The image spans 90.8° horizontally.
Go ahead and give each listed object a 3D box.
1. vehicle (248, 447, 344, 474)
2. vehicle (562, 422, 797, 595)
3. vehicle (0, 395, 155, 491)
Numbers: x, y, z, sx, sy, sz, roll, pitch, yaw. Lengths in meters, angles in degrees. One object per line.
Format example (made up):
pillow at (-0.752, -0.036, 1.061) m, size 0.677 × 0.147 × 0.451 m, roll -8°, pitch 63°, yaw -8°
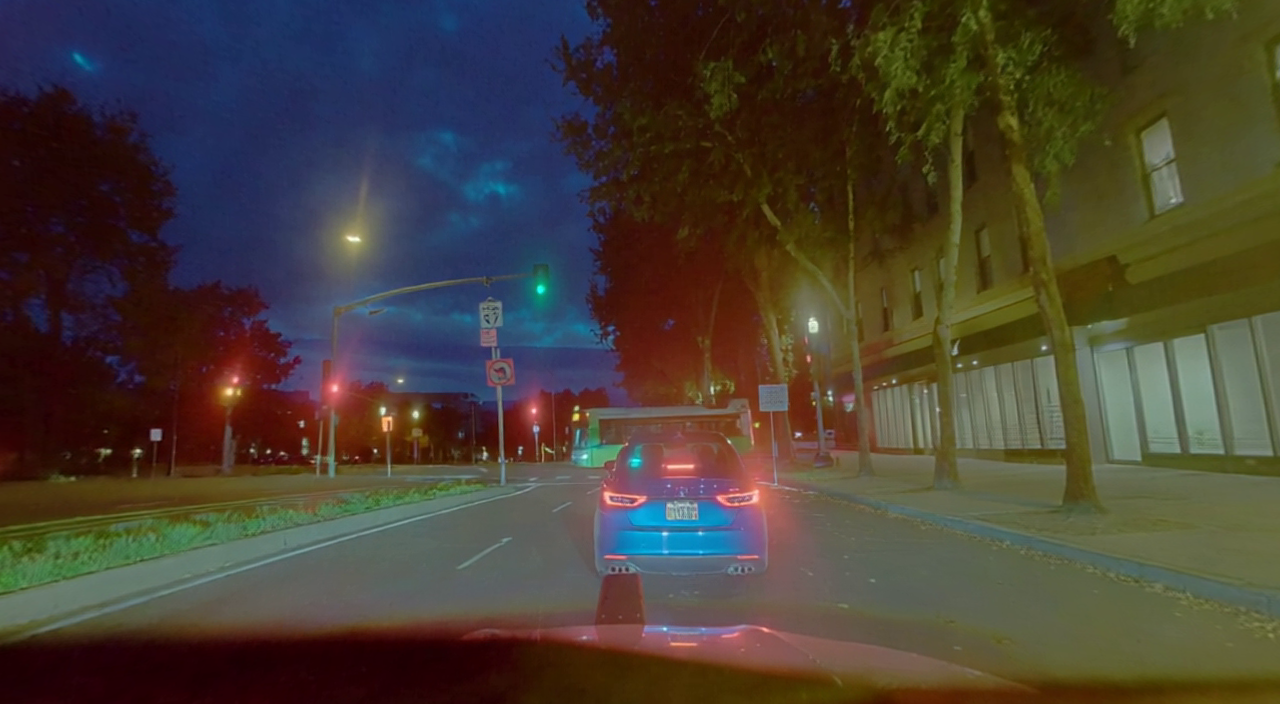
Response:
vehicle at (-20.328, 6.383, 37.602) m, size 1.883 × 1.461 × 4.830 m, roll -4°, pitch -9°, yaw 23°
vehicle at (0.372, 1.629, 7.392) m, size 2.006 × 1.470 × 3.799 m, roll 0°, pitch -8°, yaw 1°
vehicle at (-25.952, 3.650, 25.329) m, size 2.692 × 3.685 × 10.153 m, roll -3°, pitch -9°, yaw 20°
